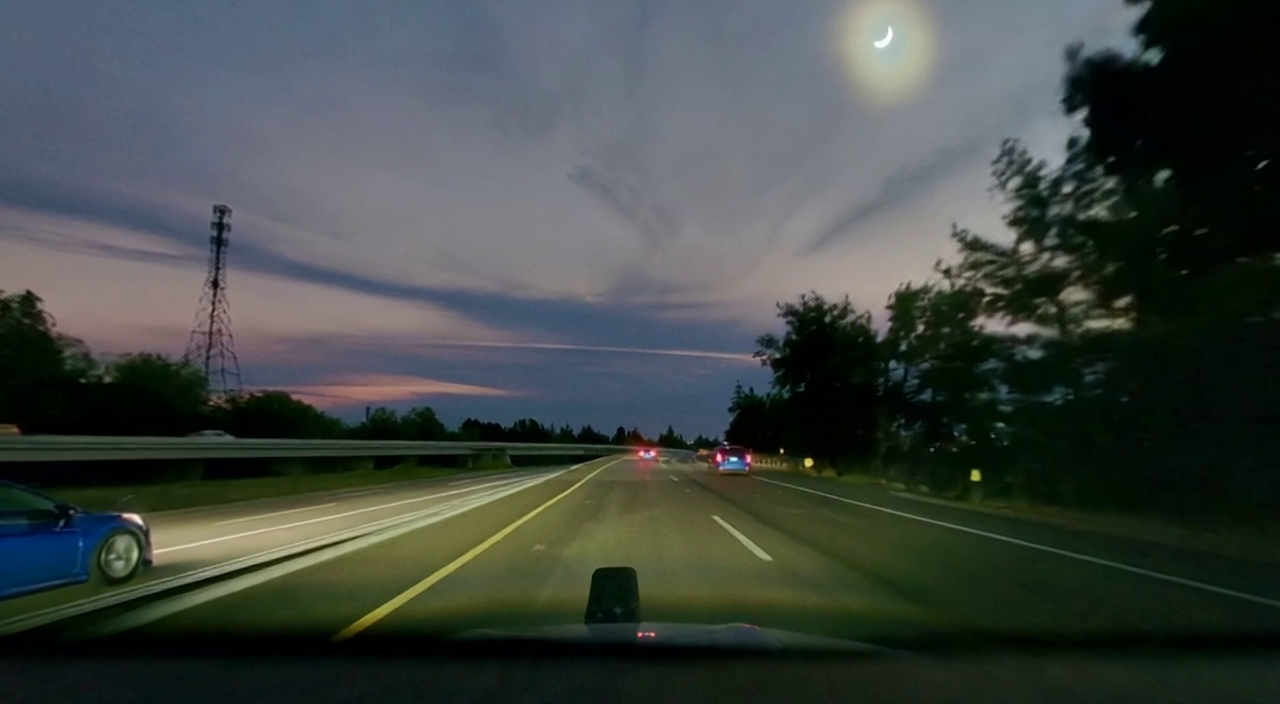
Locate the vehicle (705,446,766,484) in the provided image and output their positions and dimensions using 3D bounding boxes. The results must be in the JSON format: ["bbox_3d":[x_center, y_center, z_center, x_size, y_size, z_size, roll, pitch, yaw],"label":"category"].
[{"bbox_3d":[4.164,4.973,28.138,2.030,1.526,4.165,0,-8,0],"label":"vehicle"}]
